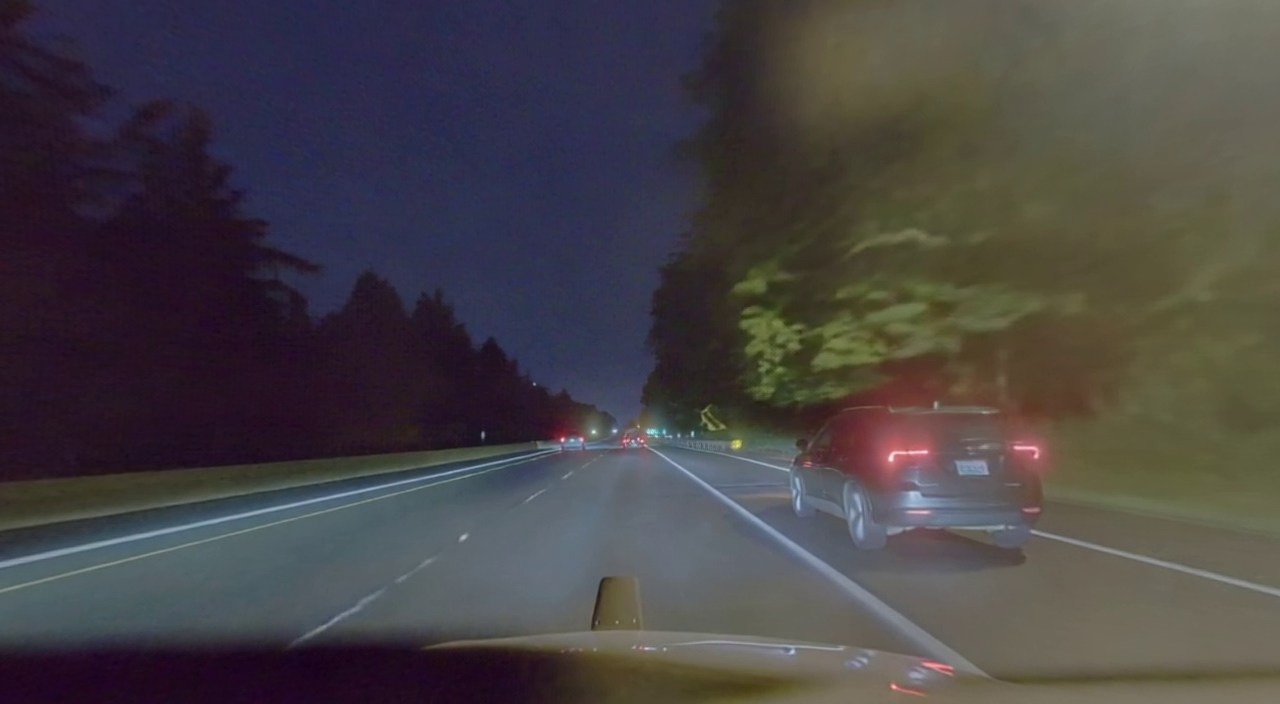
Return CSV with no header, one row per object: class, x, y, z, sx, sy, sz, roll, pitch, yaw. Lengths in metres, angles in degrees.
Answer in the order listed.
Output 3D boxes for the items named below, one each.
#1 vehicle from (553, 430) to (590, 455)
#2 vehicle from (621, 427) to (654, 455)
vehicle,-4.598,6.118,42.701,2.055,1.610,4.116,0,-8,0
vehicle,-0.194,6.211,44.029,2.170,1.790,4.490,0,-8,-1
